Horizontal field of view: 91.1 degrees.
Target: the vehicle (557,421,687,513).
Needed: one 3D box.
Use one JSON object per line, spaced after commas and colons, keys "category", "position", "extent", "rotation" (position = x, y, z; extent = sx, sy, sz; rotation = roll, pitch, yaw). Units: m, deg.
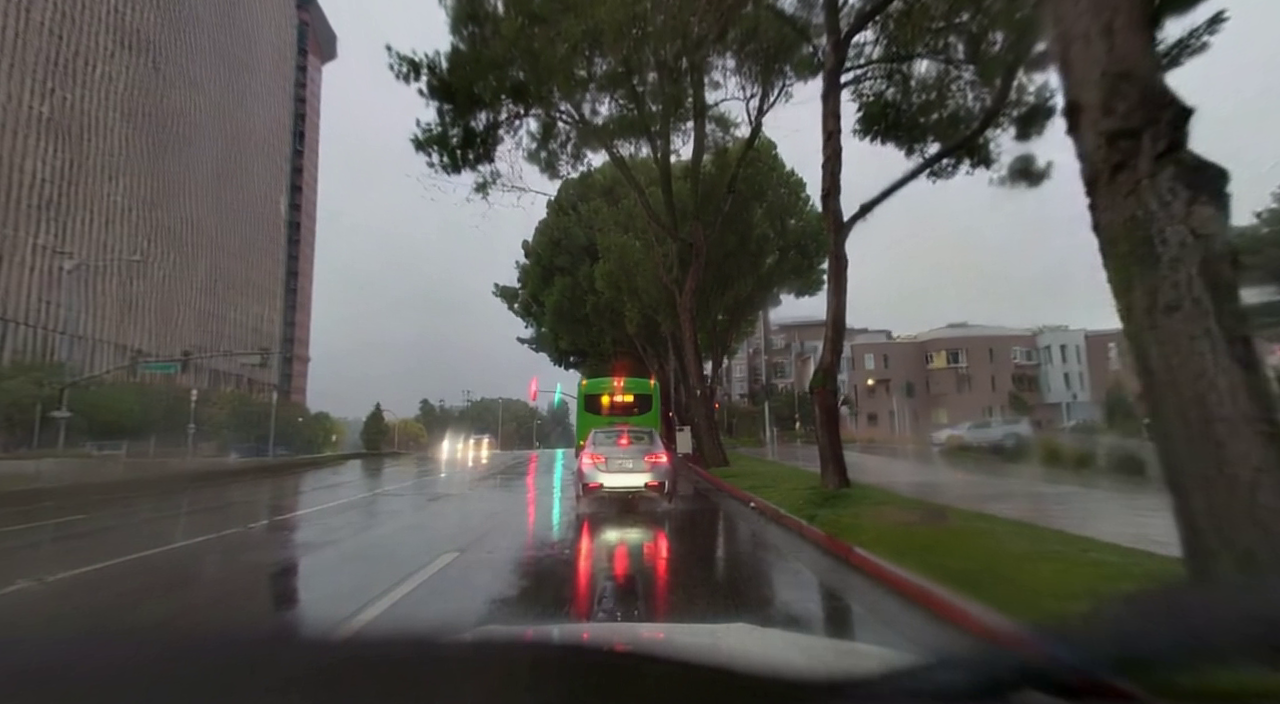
{"category": "vehicle", "position": [-0.330, 2.091, 12.056], "extent": [2.064, 1.452, 3.942], "rotation": [0, -7, -1]}
